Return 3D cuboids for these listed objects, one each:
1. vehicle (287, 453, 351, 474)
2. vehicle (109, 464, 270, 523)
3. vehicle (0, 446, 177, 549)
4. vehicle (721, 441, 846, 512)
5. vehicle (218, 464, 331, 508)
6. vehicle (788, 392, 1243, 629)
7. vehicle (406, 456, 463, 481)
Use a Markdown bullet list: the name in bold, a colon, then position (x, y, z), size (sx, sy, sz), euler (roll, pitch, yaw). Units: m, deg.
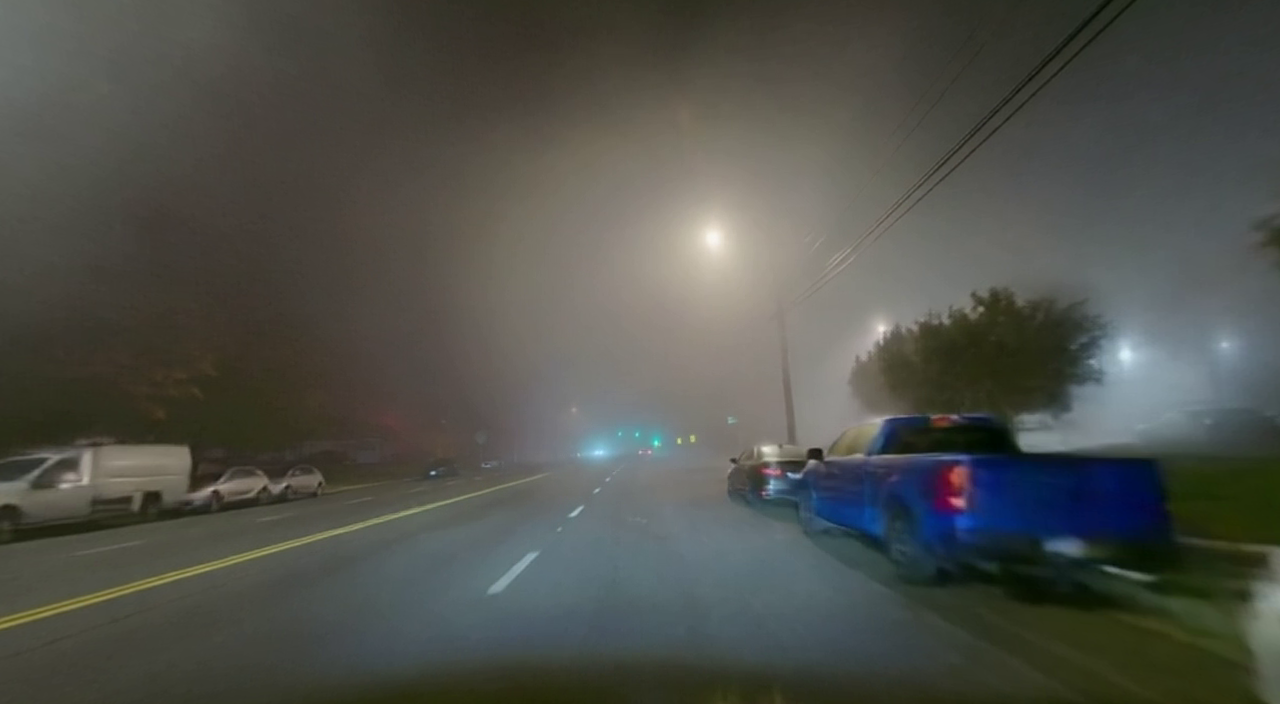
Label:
- **vehicle**: position (-24.154, 8.442, 47.641), size (3.894, 1.459, 1.638), euler (0, -12, 0)
- **vehicle**: position (-13.763, 4.298, 19.693), size (1.801, 1.464, 4.367), euler (0, -8, 0)
- **vehicle**: position (-13.665, 3.201, 14.319), size (2.155, 1.991, 5.722), euler (-3, -8, -2)
- **vehicle**: position (3.456, 3.094, 16.276), size (2.093, 1.524, 4.835), euler (0, -9, 0)
- **vehicle**: position (-13.779, 5.044, 24.174), size (1.802, 1.402, 4.251), euler (-1, -9, 0)
- **vehicle**: position (3.531, 1.616, 7.655), size (2.112, 1.802, 5.474), euler (0, -8, 0)
- **vehicle**: position (-13.594, 7.715, 42.058), size (1.901, 1.481, 4.636), euler (-1, -9, 4)
